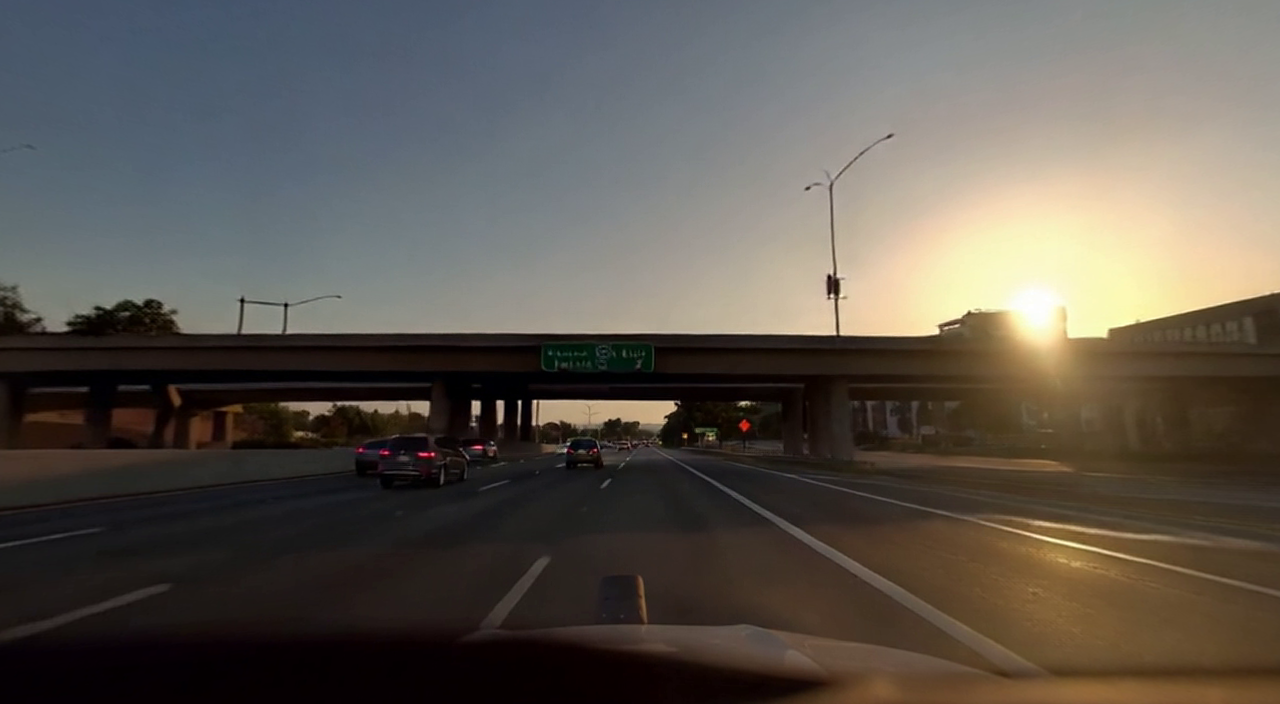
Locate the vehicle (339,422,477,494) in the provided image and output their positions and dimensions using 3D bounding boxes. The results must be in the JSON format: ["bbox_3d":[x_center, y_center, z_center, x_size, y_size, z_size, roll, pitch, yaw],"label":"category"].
[{"bbox_3d":[-6.318,2.955,17.935,2.015,1.762,4.790,0,-8,1],"label":"vehicle"}]

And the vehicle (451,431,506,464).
[{"bbox_3d":[-9.449,5.640,37.385,1.969,1.759,4.758,0,-8,1],"label":"vehicle"}]

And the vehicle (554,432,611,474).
[{"bbox_3d":[-2.411,4.390,27.690,2.027,1.697,4.307,0,-8,1],"label":"vehicle"}]
